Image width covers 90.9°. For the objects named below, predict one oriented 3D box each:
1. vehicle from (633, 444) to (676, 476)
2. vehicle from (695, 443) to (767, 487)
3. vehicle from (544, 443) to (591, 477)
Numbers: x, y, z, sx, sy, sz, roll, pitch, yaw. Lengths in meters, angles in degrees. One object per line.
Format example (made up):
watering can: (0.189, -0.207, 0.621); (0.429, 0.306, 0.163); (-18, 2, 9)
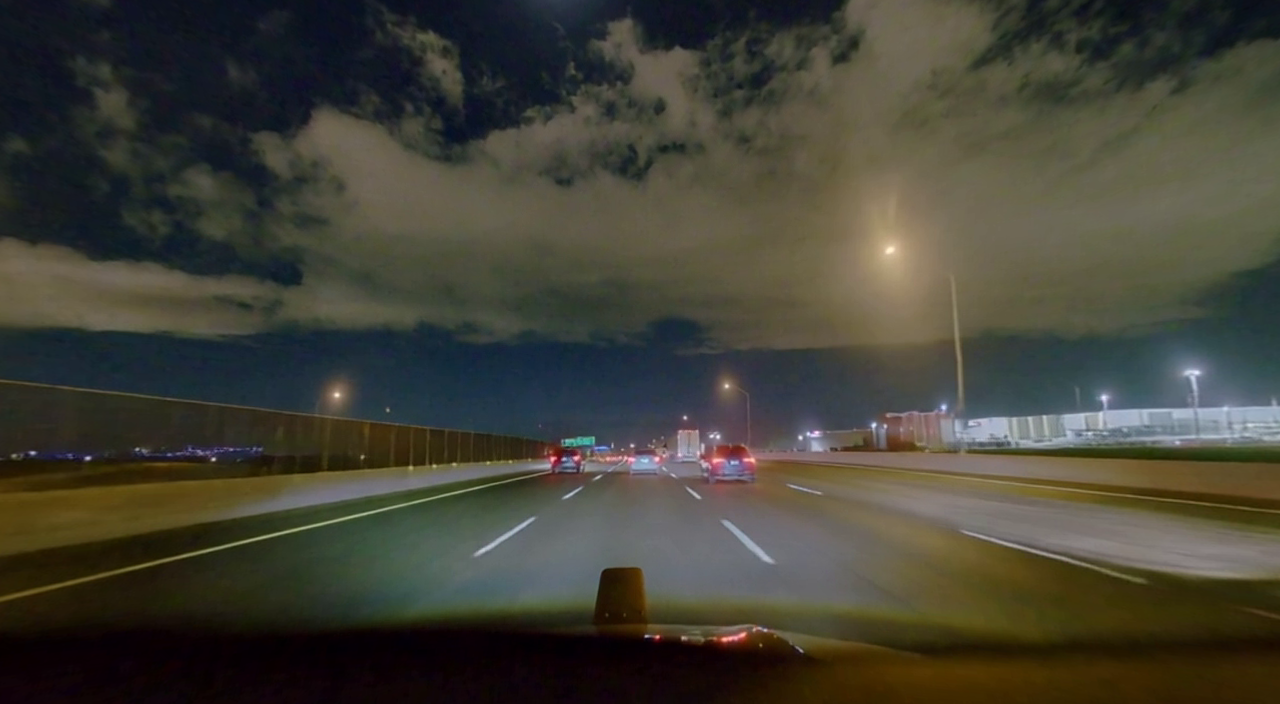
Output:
vehicle: (0.735, 5.647, 33.323); (2.067, 1.555, 4.851); (0, -8, 1)
vehicle: (3.281, 4.150, 23.607); (1.942, 1.453, 4.329); (0, -8, -1)
vehicle: (-3.874, 5.815, 34.192); (2.036, 1.669, 4.112); (0, -8, 0)
